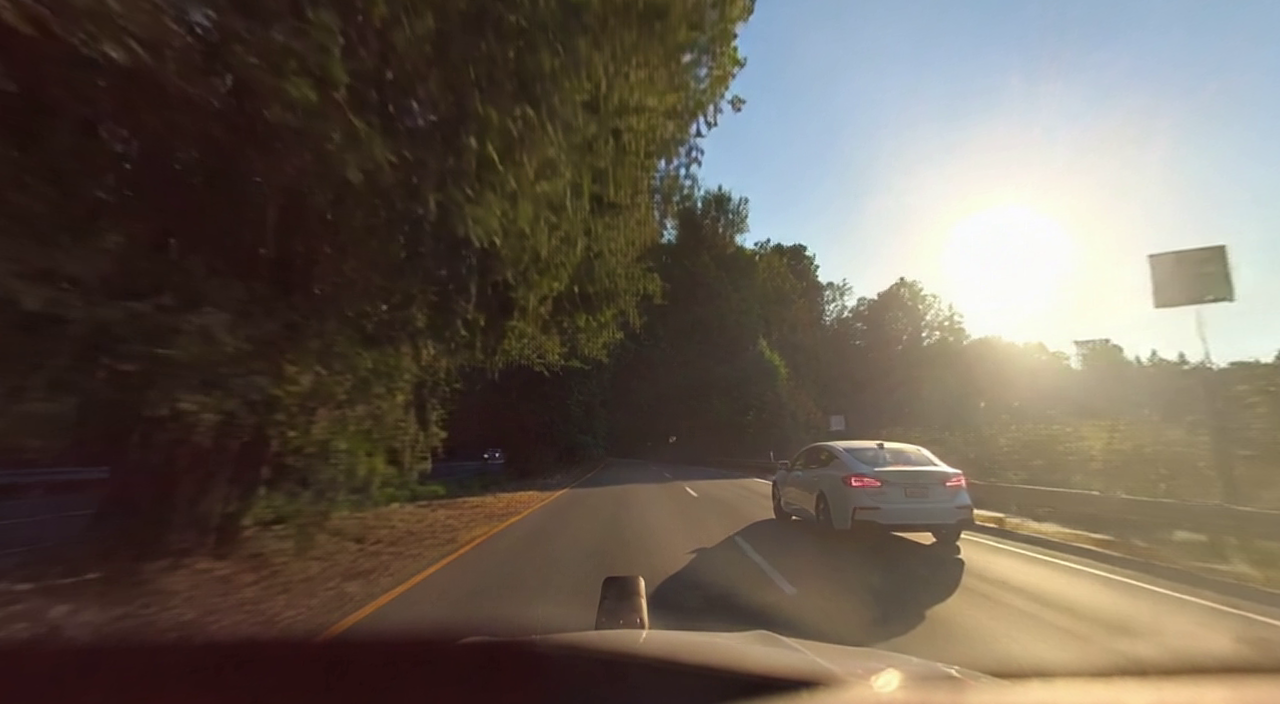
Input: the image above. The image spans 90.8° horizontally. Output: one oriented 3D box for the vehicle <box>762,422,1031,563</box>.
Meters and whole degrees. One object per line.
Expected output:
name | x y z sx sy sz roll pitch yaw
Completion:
vehicle | 3.360 1.946 9.519 2.060 1.584 4.592 0 -9 -1
